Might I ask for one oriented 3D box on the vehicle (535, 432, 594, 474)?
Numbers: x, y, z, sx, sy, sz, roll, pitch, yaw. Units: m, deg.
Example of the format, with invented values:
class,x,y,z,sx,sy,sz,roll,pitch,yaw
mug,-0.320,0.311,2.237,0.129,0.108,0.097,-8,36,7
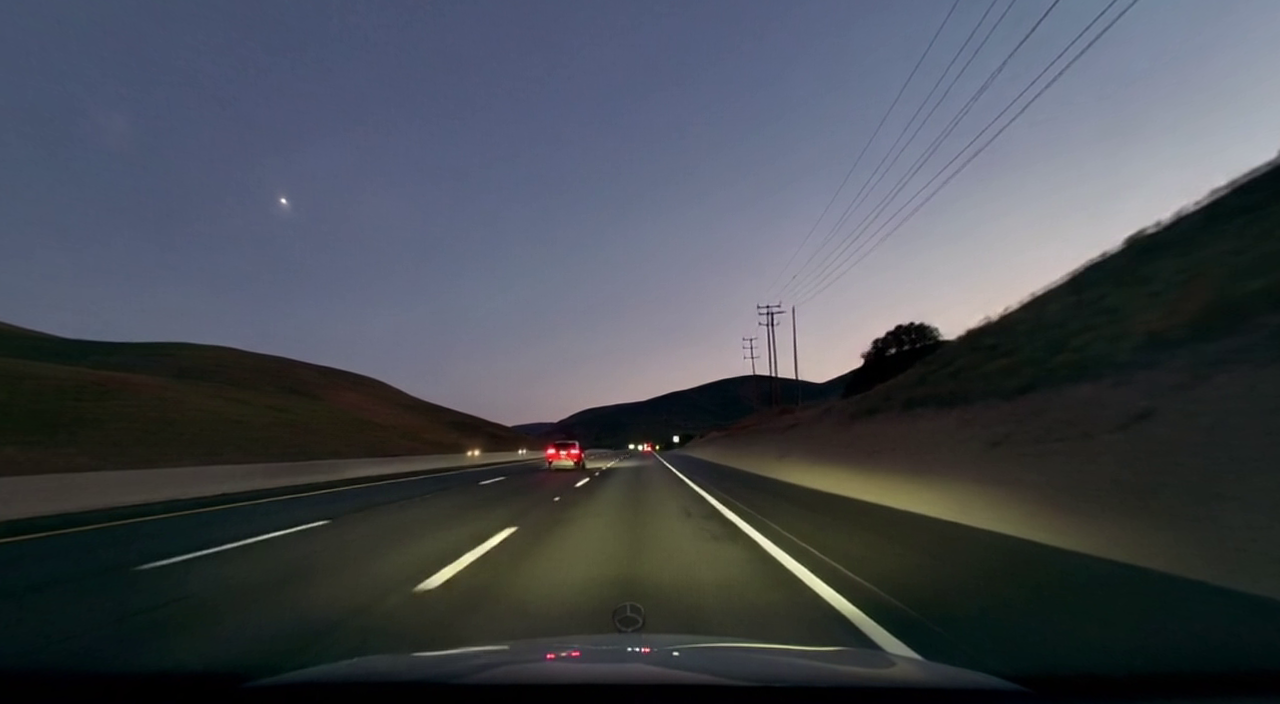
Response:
class,x,y,z,sx,sy,sz,roll,pitch,yaw
vehicle,-3.482,4.778,30.041,2.136,1.845,4.515,0,-8,1
